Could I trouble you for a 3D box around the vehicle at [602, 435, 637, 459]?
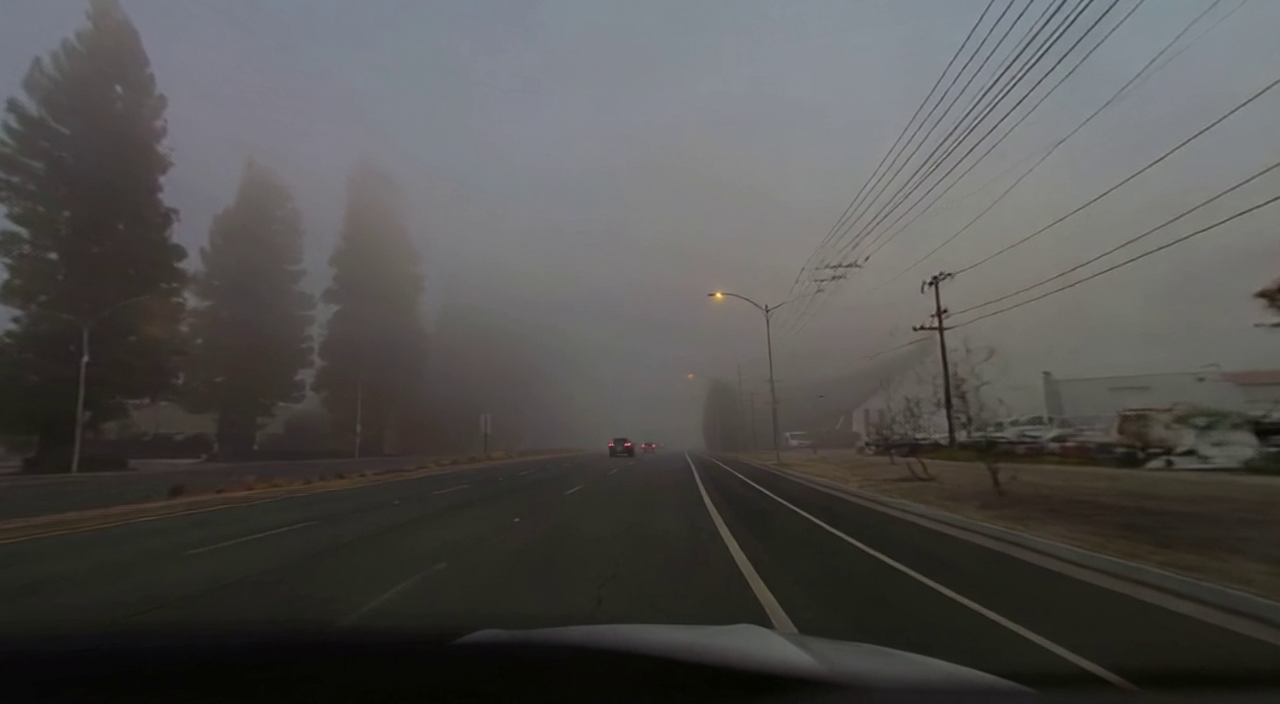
[{"bbox_3d":[-1.379,6.760,44.983,2.121,1.654,3.993,-1,-8,4],"label":"vehicle"}]
